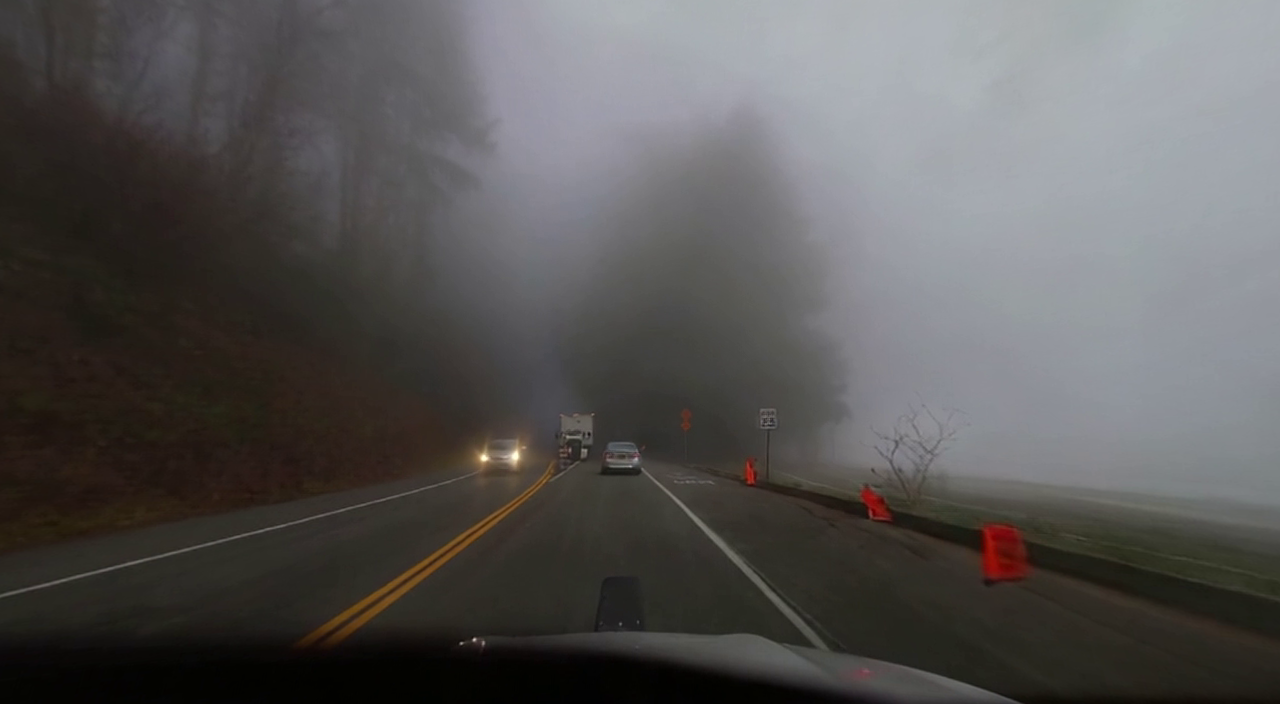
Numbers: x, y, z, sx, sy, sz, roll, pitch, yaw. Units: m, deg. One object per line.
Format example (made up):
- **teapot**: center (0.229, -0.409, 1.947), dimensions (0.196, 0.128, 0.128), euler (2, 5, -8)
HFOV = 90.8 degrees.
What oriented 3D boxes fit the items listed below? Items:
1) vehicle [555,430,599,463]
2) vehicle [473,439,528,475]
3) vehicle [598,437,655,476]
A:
- **vehicle**: center (-4.281, 6.358, 42.647), dimensions (2.671, 2.053, 6.074), euler (1, -9, -6)
- **vehicle**: center (-6.287, 4.779, 28.963), dimensions (2.019, 1.492, 4.091), euler (1, -8, -6)
- **vehicle**: center (-0.574, 4.298, 26.277), dimensions (2.186, 1.463, 4.356), euler (0, -8, -2)
